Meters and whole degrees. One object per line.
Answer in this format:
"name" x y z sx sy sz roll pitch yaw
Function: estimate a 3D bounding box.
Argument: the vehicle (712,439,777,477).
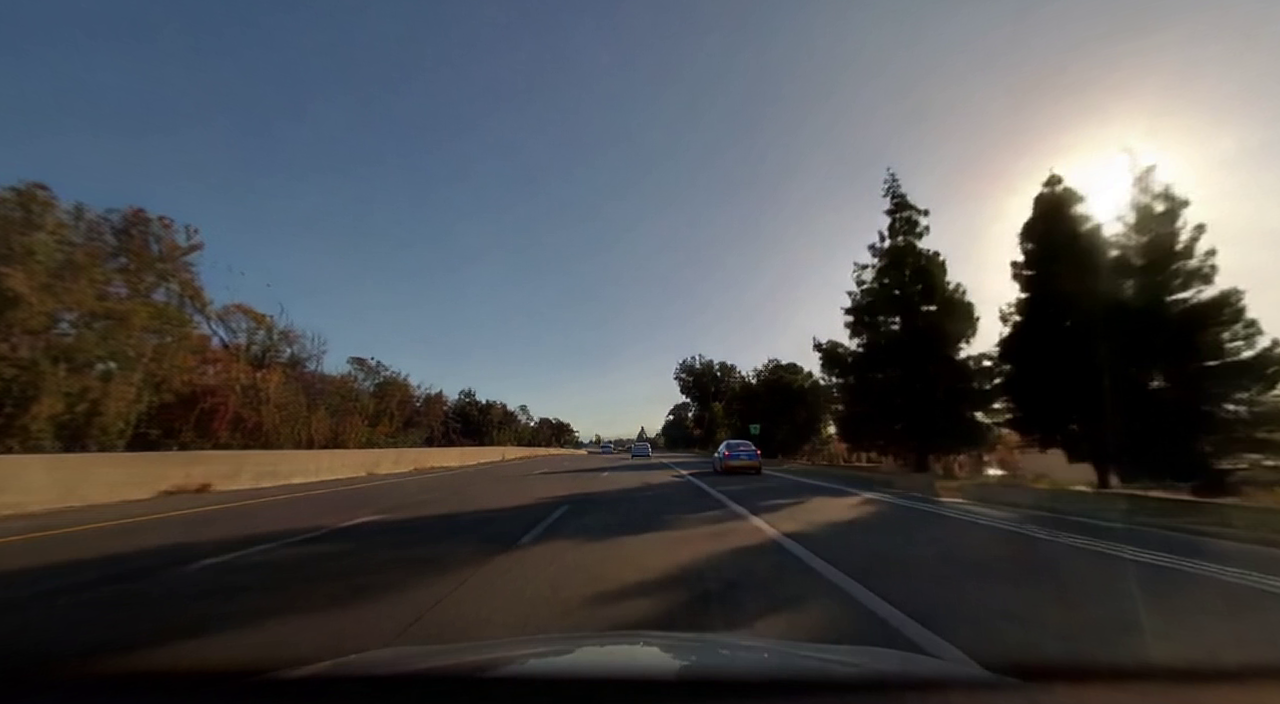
"vehicle" 4.477 4.606 27.585 2.008 1.524 4.598 0 -8 -1

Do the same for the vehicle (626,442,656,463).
"vehicle" 0.066 7.335 45.777 2.052 1.449 3.857 0 -8 0
